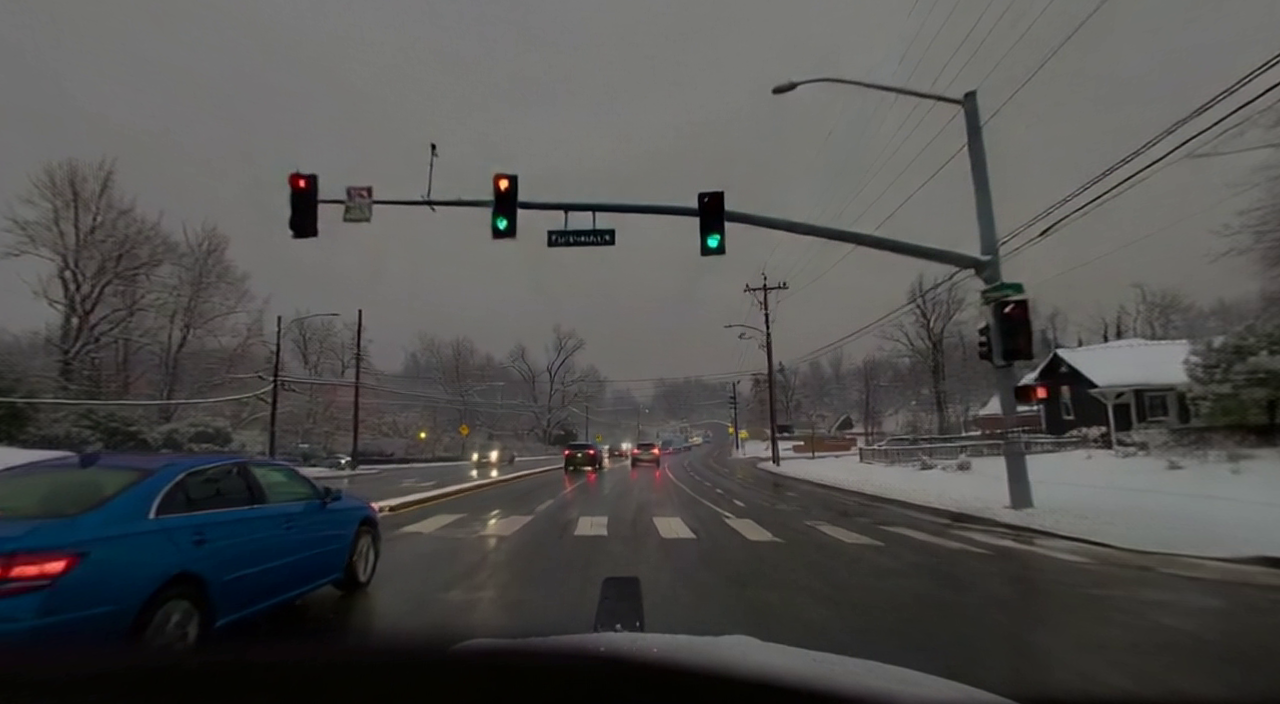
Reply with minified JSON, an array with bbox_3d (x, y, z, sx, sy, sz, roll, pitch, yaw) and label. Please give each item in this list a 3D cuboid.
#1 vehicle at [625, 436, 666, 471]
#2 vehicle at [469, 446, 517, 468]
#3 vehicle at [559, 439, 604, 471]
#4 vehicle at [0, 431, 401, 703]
[{"bbox_3d":[0.377,5.792,36.217,2.155,1.836,4.250,0,-8,3],"label":"vehicle"},{"bbox_3d":[-10.355,7.393,44.831,2.008,1.446,4.586,-1,-8,4],"label":"vehicle"},{"bbox_3d":[-3.213,5.739,35.452,1.899,1.685,4.121,0,-8,3],"label":"vehicle"},{"bbox_3d":[-3.642,1.356,4.784,1.901,1.409,4.442,0,-8,0],"label":"vehicle"}]
